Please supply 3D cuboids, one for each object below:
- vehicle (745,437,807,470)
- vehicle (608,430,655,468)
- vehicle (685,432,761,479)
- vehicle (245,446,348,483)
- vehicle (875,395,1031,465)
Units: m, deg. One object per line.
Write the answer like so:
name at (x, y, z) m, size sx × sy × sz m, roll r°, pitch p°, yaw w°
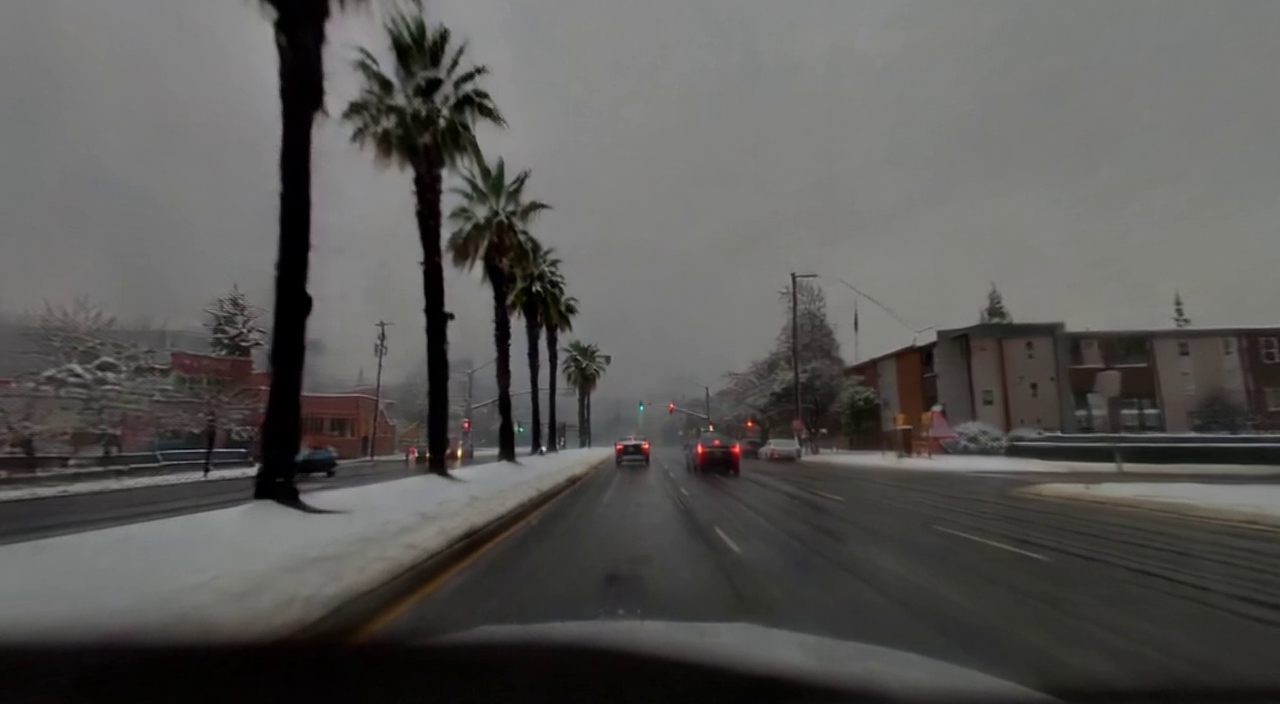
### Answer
vehicle at (6.692, 5.041, 31.441) m, size 1.975 × 1.483 × 4.769 m, roll 0°, pitch -8°, yaw -1°
vehicle at (-0.421, 5.059, 32.932) m, size 2.277 × 1.816 × 4.192 m, roll 0°, pitch -8°, yaw -1°
vehicle at (3.044, 3.912, 24.079) m, size 2.195 × 1.590 × 4.668 m, roll 0°, pitch -8°, yaw -1°
vehicle at (-14.954, 4.873, 27.727) m, size 1.887 × 1.454 × 4.588 m, roll 0°, pitch -8°, yaw 1°
vehicle at (17.534, 4.424, 35.581) m, size 7.270 × 3.743 × 2.677 m, roll 1°, pitch -8°, yaw -3°
